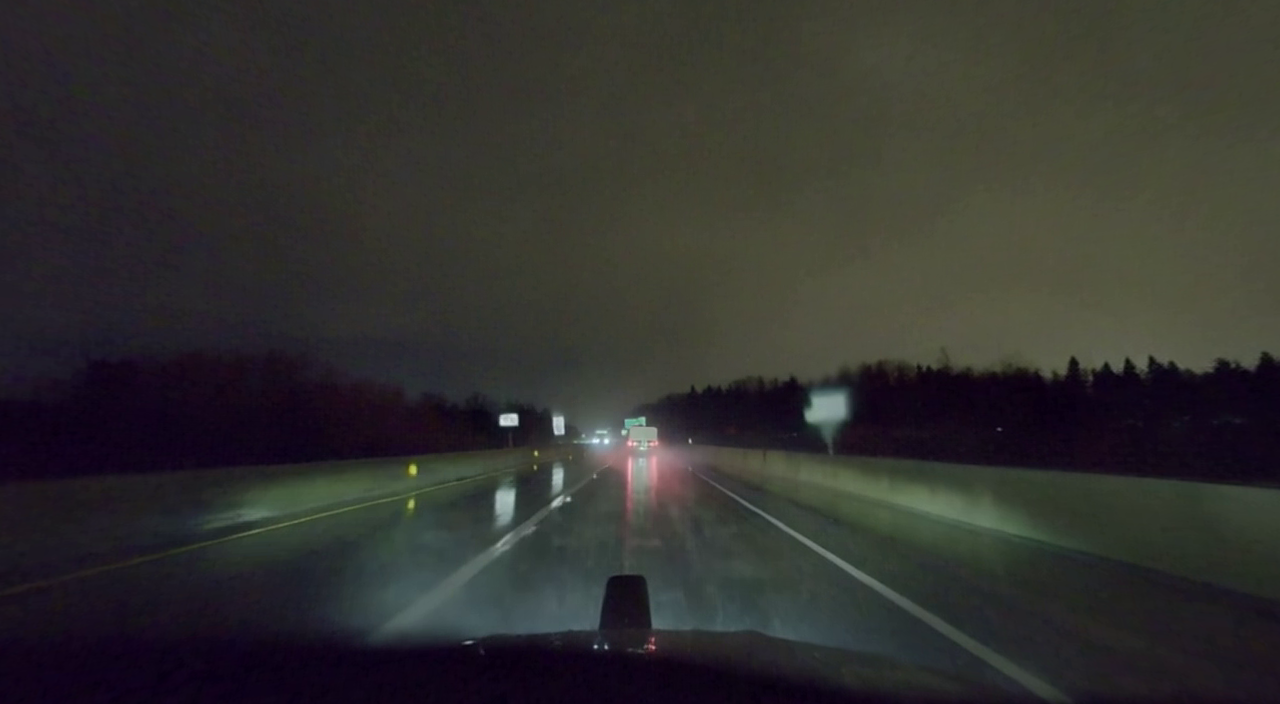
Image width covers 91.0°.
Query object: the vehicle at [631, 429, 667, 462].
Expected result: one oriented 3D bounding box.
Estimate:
[{"bbox_3d":[0.639,6.317,42.605,2.277,2.109,4.922,0,-8,1],"label":"vehicle"}]
